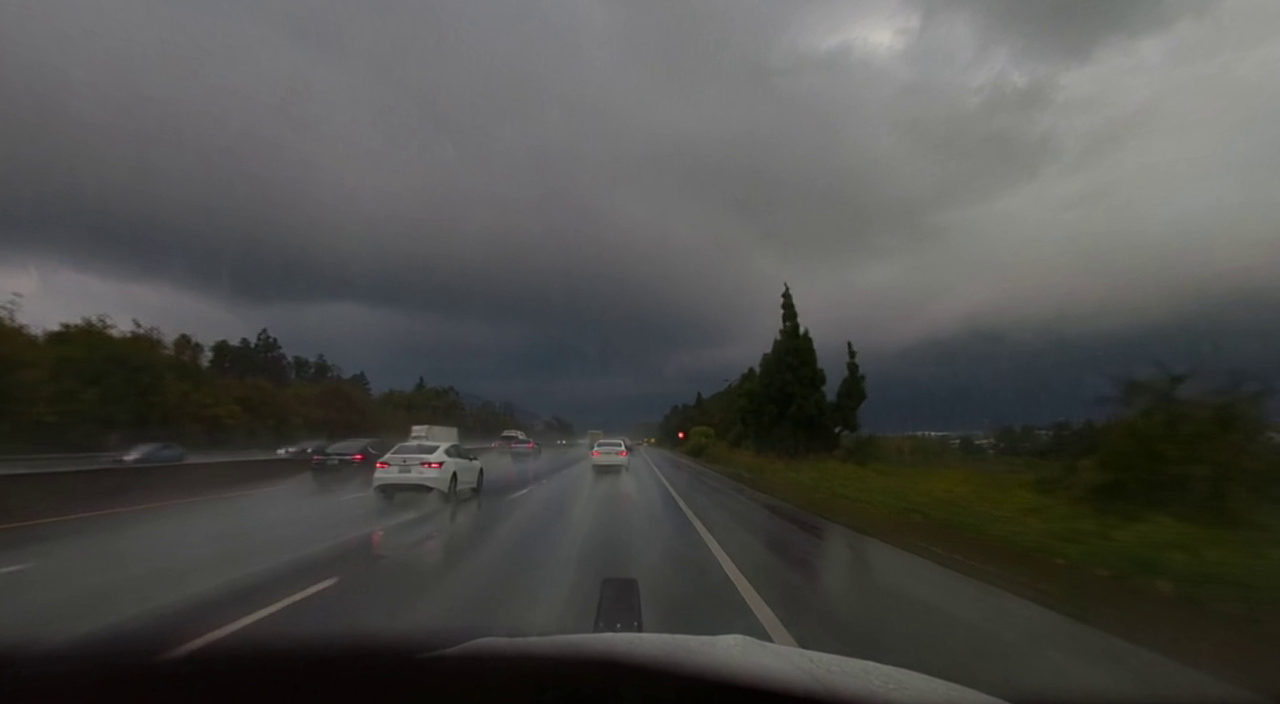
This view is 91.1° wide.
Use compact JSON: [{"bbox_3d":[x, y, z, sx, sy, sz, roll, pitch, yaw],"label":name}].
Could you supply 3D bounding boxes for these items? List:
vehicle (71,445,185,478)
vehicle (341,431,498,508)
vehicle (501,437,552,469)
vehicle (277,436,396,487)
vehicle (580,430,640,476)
[{"bbox_3d":[-25.655,5.473,31.757,1.873,1.491,4.688,0,-8,-1],"label":"vehicle"},{"bbox_3d":[-4.764,2.569,14.352,1.971,1.464,4.386,0,-8,0],"label":"vehicle"},{"bbox_3d":[-5.565,4.952,31.145,1.835,1.432,3.835,0,-8,0],"label":"vehicle"},{"bbox_3d":[-9.521,3.431,20.129,1.850,1.439,3.932,0,-8,0],"label":"vehicle"},{"bbox_3d":[-1.122,3.898,24.595,2.178,1.658,3.916,0,-8,-1],"label":"vehicle"}]
